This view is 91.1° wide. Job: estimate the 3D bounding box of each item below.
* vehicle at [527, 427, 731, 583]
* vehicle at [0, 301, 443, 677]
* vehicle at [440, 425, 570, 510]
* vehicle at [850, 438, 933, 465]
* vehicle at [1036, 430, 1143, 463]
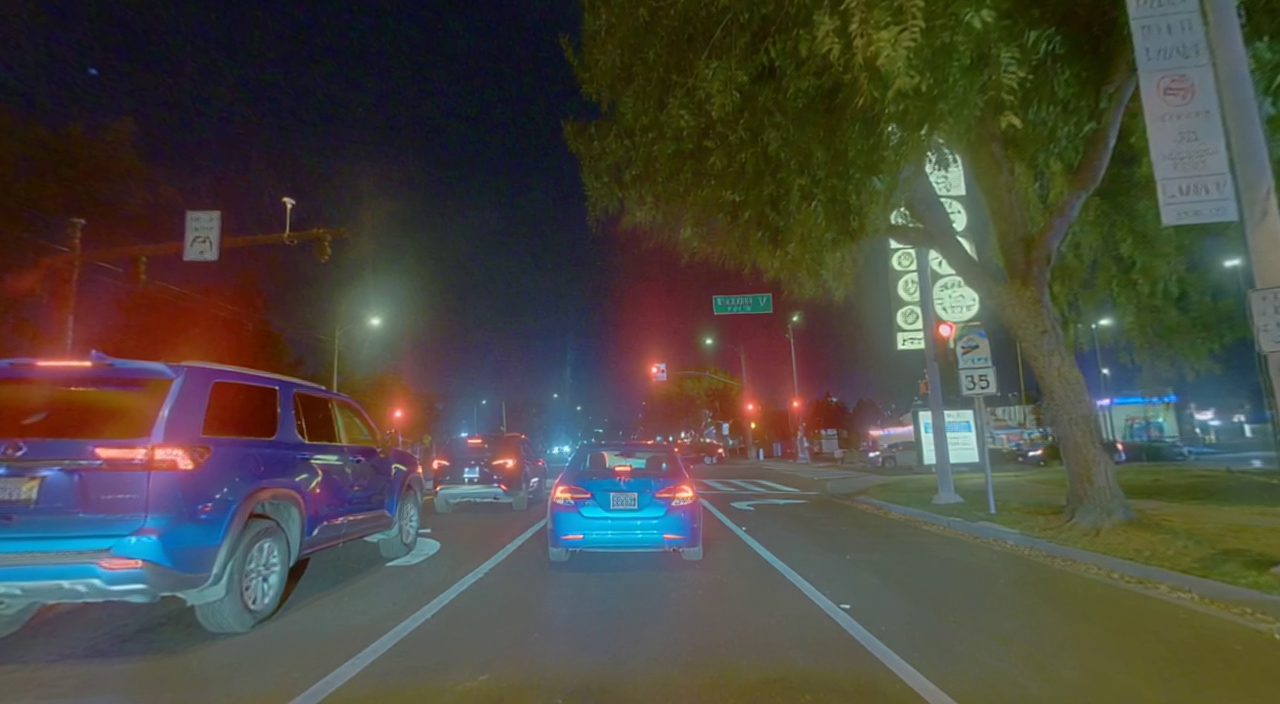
[{"bbox_3d":[-0.147,1.784,8.198,1.966,1.481,4.146,0,-8,-1],"label":"vehicle"},{"bbox_3d":[-3.831,1.120,6.124,2.152,2.118,5.066,0,-8,0],"label":"vehicle"},{"bbox_3d":[-2.927,2.603,14.611,2.047,1.664,4.148,0,-8,1],"label":"vehicle"},{"bbox_3d":[14.224,5.671,35.704,3.924,1.447,2.039,-2,-9,9],"label":"vehicle"},{"bbox_3d":[24.455,5.181,34.326,4.116,1.719,2.069,-2,-9,13],"label":"vehicle"}]
